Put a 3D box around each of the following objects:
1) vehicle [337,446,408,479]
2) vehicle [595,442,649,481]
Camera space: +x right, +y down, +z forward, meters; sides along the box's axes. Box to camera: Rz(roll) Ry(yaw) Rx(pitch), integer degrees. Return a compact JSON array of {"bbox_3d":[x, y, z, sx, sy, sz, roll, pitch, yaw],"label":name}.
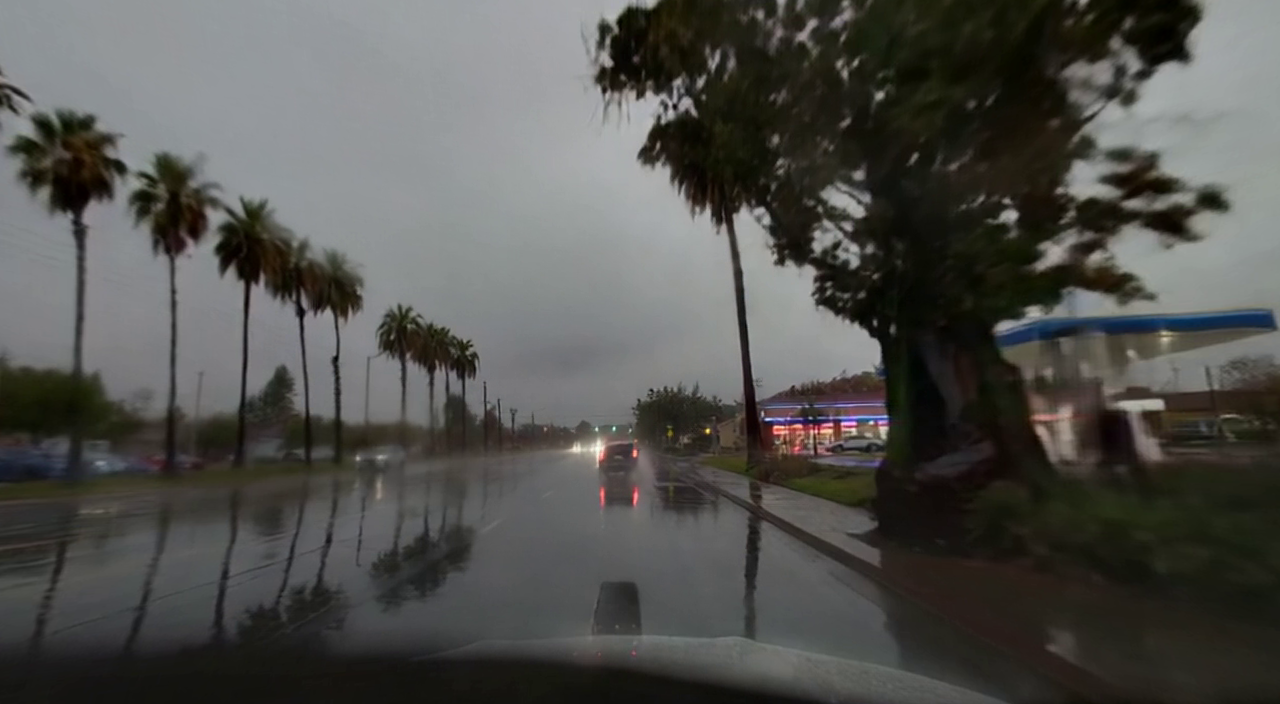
[{"bbox_3d":[-14.809,6.101,35.209,2.026,1.722,4.463,0,-8,-1],"label":"vehicle"},{"bbox_3d":[-0.715,4.512,26.331,2.076,1.486,4.119,0,-8,-1],"label":"vehicle"}]
